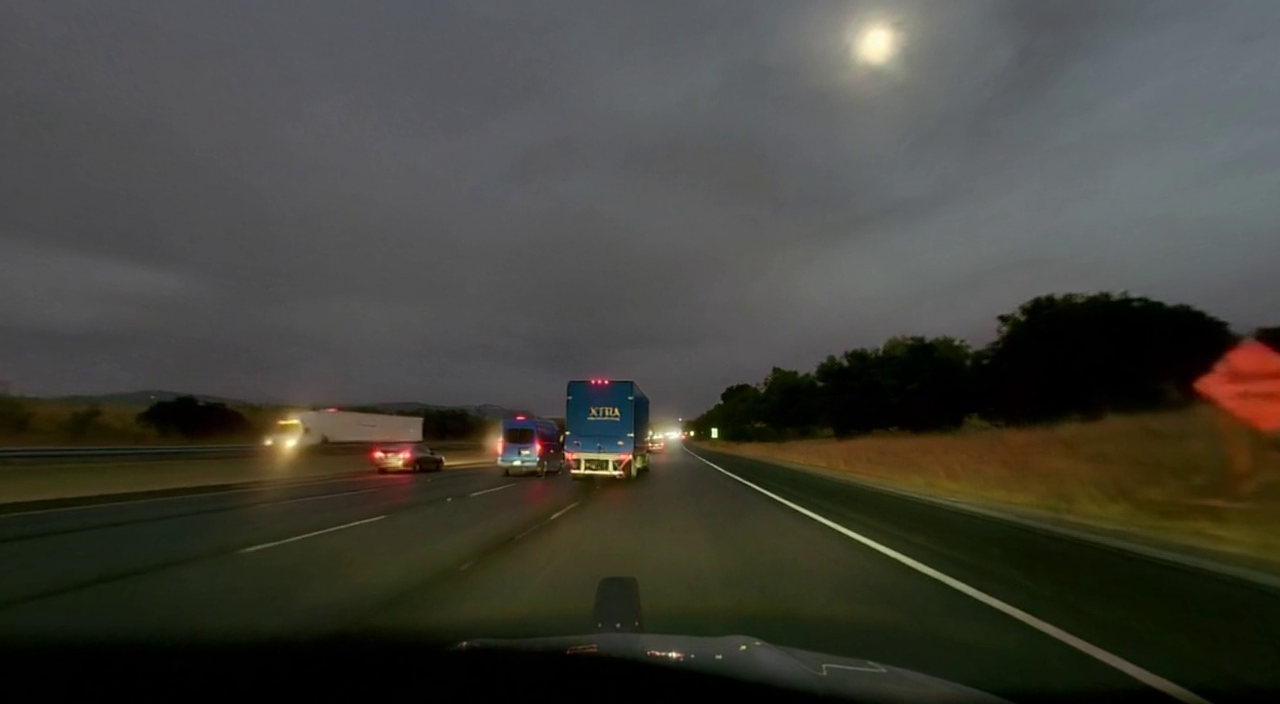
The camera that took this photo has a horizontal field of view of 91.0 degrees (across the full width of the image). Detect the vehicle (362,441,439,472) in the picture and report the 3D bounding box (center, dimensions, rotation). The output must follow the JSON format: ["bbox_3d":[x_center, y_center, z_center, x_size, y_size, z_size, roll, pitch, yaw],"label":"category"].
[{"bbox_3d":[-12.267,5.380,32.619,1.901,1.487,4.622,0,-8,4],"label":"vehicle"}]

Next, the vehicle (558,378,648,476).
[{"bbox_3d":[-1.457,3.850,30.878,3.183,4.011,9.617,0,-9,4],"label":"vehicle"}]

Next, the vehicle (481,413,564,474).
[{"bbox_3d":[-5.460,4.399,30.277,2.469,2.615,5.874,0,-8,3],"label":"vehicle"}]

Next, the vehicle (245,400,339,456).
[{"bbox_3d":[-25.836,5.709,47.131,3.028,3.824,6.239,0,-8,3],"label":"vehicle"}]
